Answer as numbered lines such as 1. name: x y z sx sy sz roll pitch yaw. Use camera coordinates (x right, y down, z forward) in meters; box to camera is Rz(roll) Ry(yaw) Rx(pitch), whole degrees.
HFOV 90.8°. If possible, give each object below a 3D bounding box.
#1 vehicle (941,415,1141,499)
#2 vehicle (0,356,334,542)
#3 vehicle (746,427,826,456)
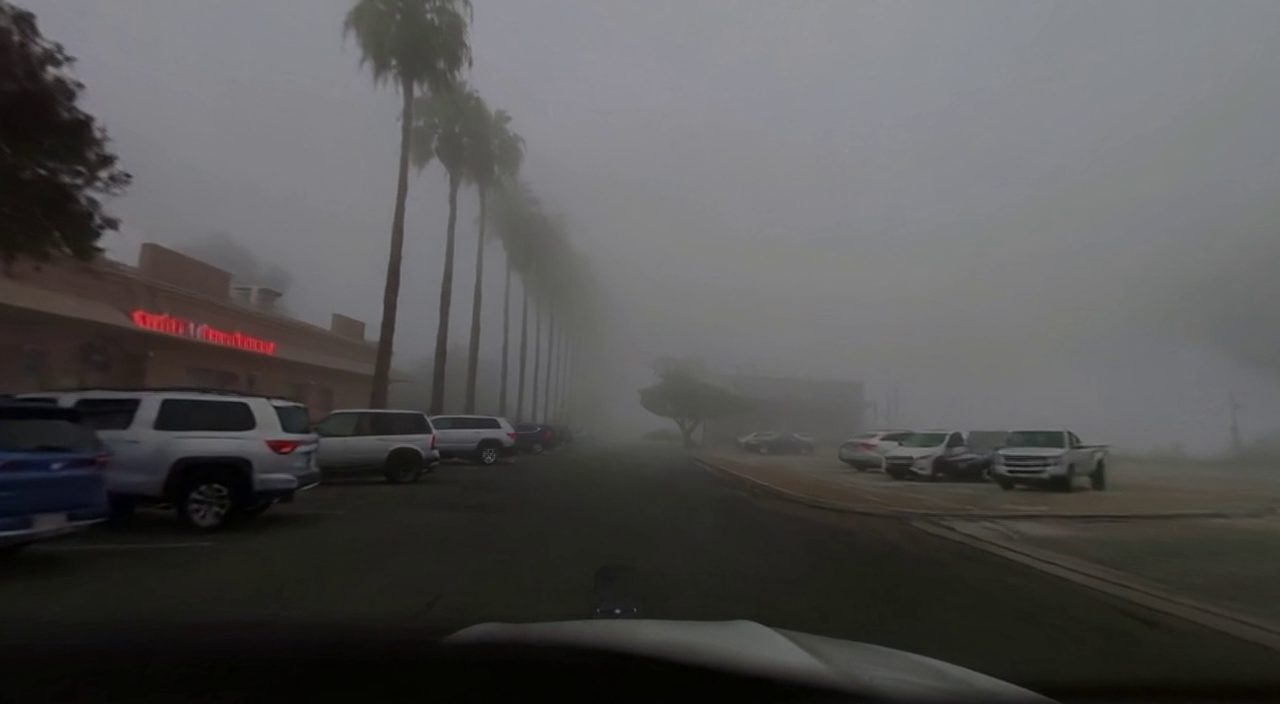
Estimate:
1. vehicle: 9.757 2.501 15.353 4.509 1.759 2.077 5 -9 -29
2. vehicle: -6.631 1.120 7.461 5.210 1.834 2.281 4 -9 -29
3. vehicle: 9.356 5.778 40.534 4.758 1.759 2.068 5 -10 -27
